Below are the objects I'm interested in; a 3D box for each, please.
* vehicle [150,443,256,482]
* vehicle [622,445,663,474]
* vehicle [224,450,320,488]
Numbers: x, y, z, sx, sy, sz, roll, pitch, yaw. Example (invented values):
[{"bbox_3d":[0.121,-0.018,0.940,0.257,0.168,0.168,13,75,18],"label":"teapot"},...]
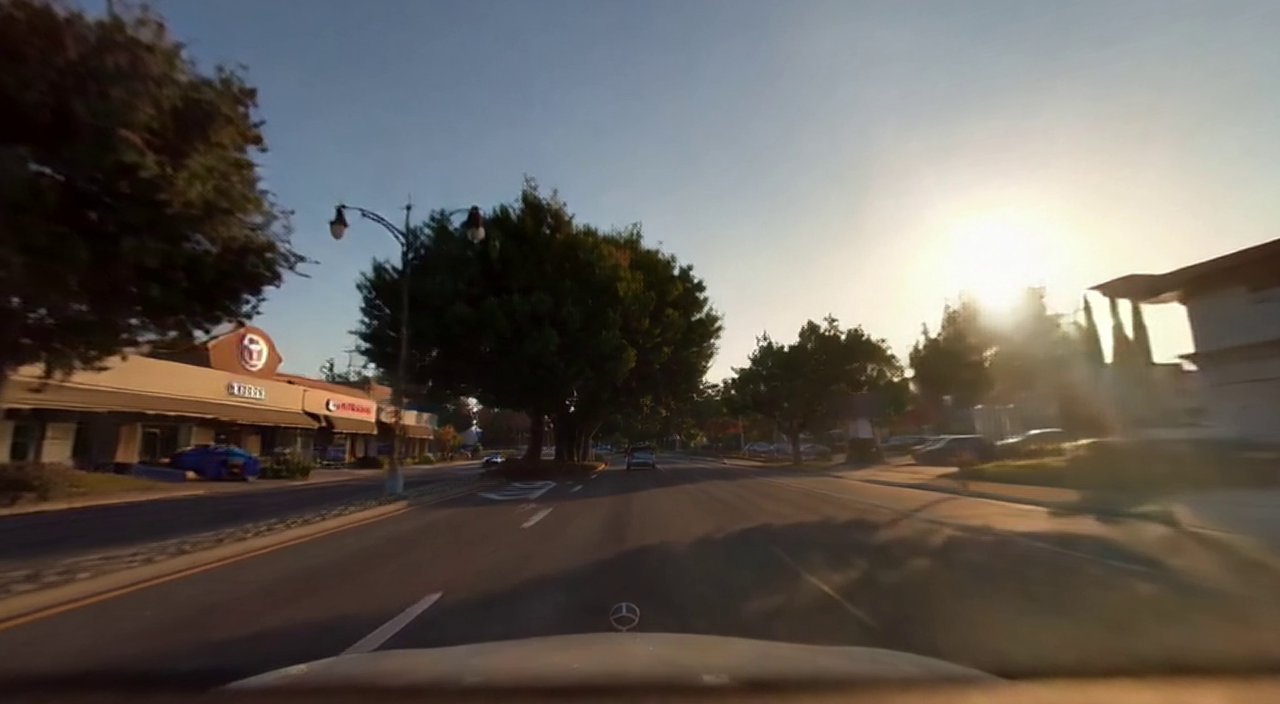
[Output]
[{"bbox_3d":[-24.124,6.087,35.054,2.146,1.939,5.462,1,-8,-2],"label":"vehicle"},{"bbox_3d":[0.070,5.701,33.716,1.998,1.452,3.773,0,-8,-2],"label":"vehicle"},{"bbox_3d":[-19.422,6.166,33.565,2.072,1.804,5.136,0,-8,-1],"label":"vehicle"}]
